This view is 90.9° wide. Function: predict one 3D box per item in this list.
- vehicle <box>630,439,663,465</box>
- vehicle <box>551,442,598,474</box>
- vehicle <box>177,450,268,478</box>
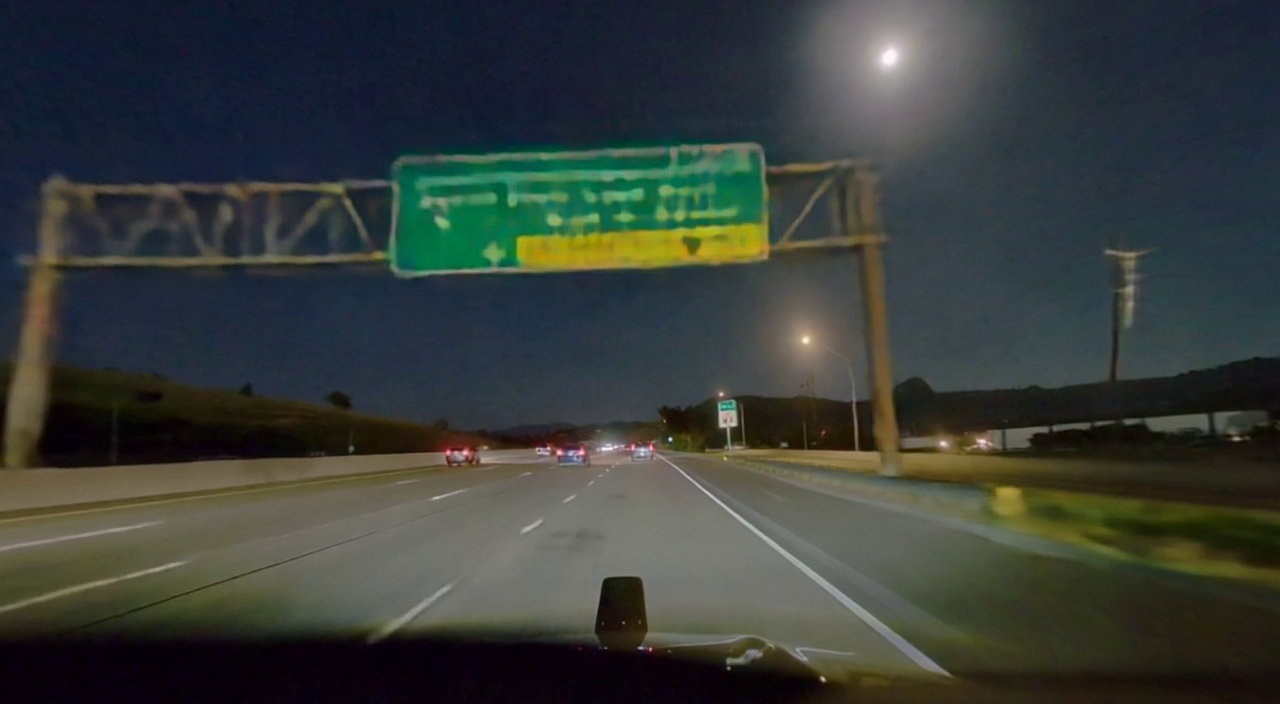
[{"bbox_3d":[0.417,7.010,44.452,2.194,1.737,4.127,0,-8,0],"label":"vehicle"},{"bbox_3d":[-3.387,5.560,33.316,1.967,1.517,4.808,0,-8,0],"label":"vehicle"},{"bbox_3d":[-28.076,7.496,42.711,2.224,1.702,5.576,-1,-8,1],"label":"vehicle"}]
